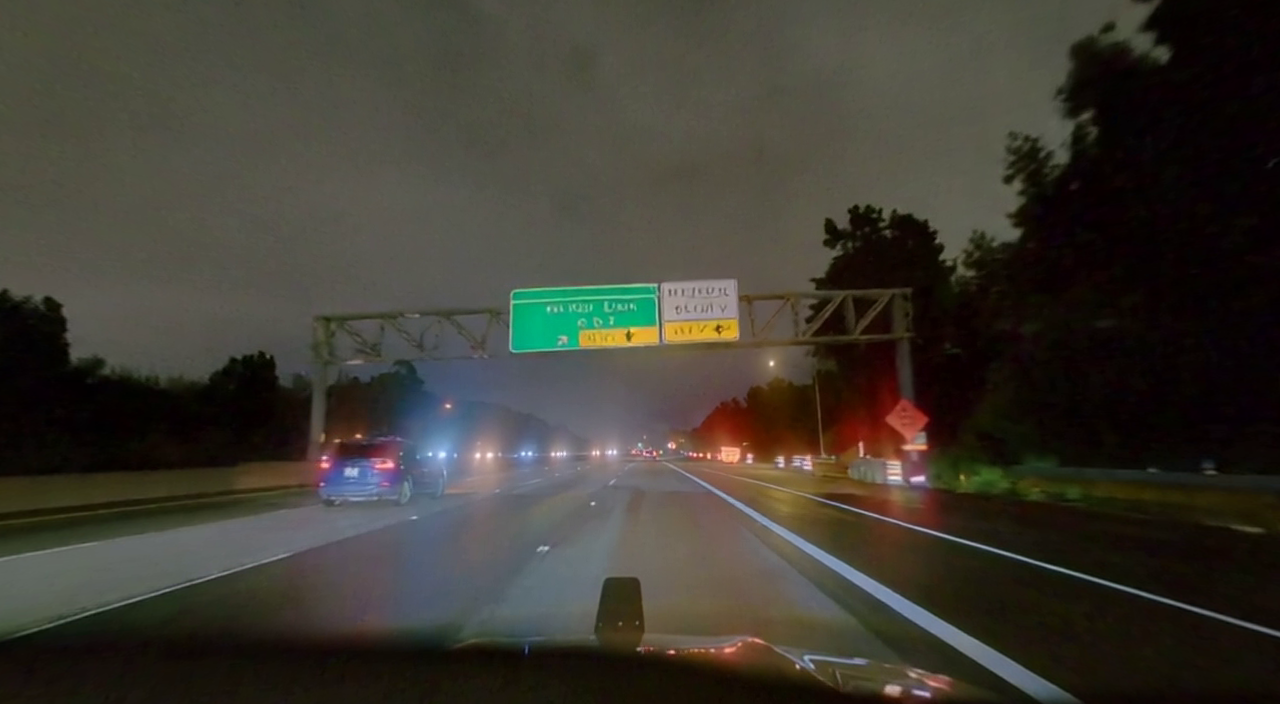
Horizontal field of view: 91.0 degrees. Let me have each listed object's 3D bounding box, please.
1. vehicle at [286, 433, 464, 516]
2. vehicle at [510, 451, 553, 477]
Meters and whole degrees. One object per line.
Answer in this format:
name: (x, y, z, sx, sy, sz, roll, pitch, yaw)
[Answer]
vehicle: (-6.276, 2.954, 15.708, 2.402, 1.733, 4.512, 0, -9, 1)
vehicle: (-6.699, 6.981, 39.415, 1.895, 1.506, 4.245, 0, -9, 1)
